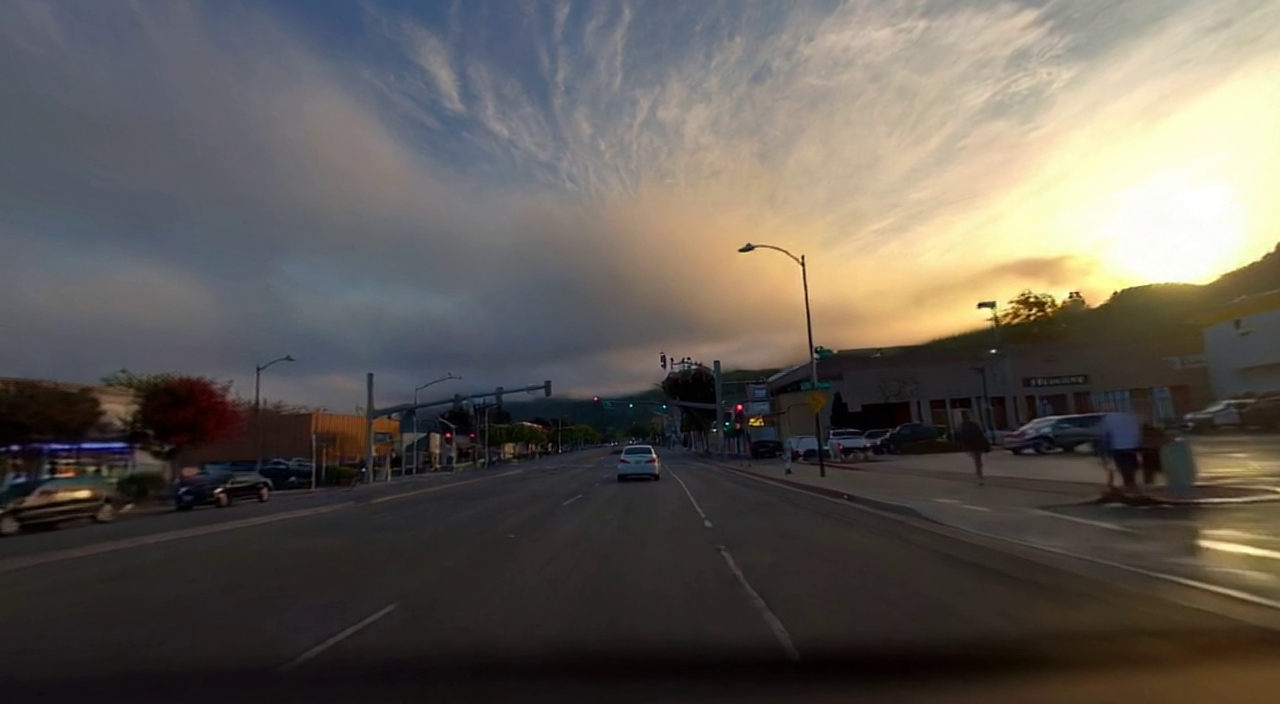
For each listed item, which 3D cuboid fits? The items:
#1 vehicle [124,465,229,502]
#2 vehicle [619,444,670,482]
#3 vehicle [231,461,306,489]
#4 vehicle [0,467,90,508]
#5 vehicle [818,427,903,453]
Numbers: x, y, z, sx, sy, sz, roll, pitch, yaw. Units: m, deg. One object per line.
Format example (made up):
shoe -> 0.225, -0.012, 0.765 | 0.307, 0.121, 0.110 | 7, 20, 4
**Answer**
vehicle -> -24.631, 6.974, 33.761 | 4.310, 1.663, 1.881 | 6, -10, -34
vehicle -> 0.247, 4.556, 26.305 | 1.977, 1.451, 4.032 | 0, -9, 2
vehicle -> -25.310, 8.375, 43.129 | 4.256, 1.697, 1.817 | 5, -10, -31
vehicle -> -29.943, 6.628, 30.975 | 4.261, 1.756, 1.915 | 7, -11, -38
vehicle -> 13.572, 5.422, 39.049 | 4.466, 1.553, 2.060 | 1, -7, -1
